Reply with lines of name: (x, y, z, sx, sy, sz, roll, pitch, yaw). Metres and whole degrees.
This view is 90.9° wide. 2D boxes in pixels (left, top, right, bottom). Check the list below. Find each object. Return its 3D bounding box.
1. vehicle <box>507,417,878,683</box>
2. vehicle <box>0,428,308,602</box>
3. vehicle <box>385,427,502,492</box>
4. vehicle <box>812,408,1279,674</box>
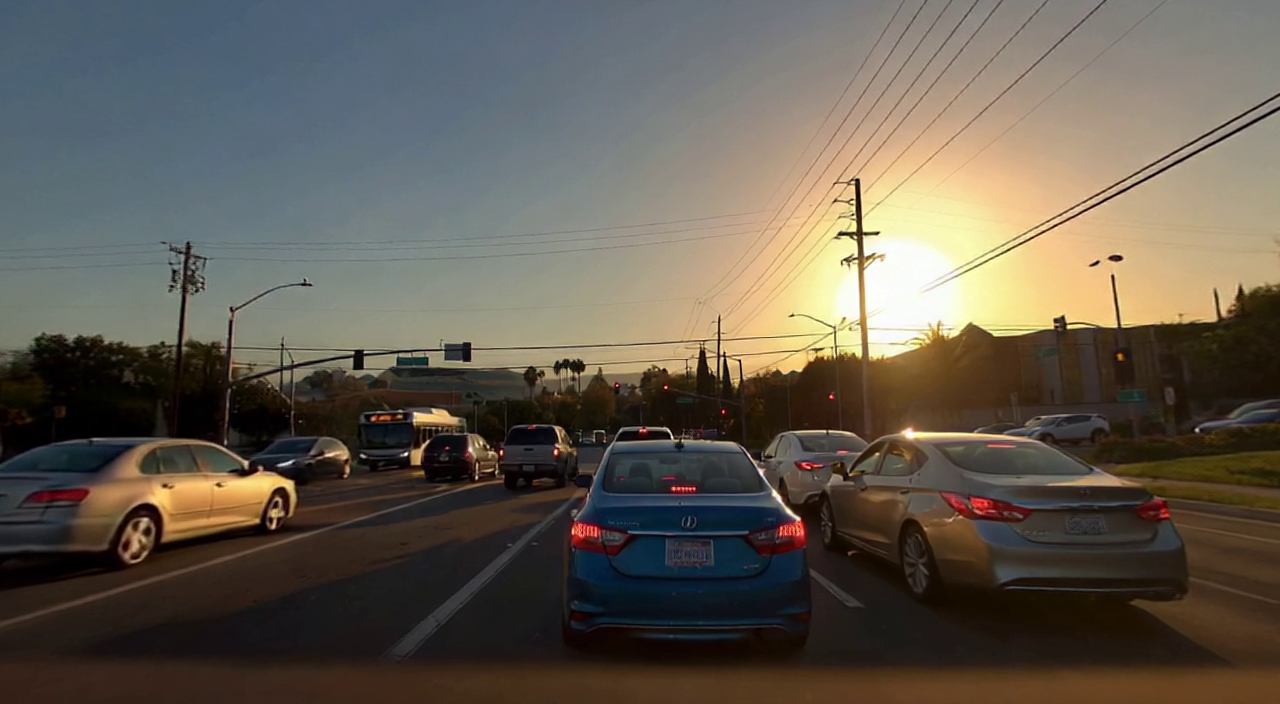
vehicle: (0.277, 1.415, 5.642, 2.109, 1.483, 3.964, 0, -8, -1)
vehicle: (-6.414, 1.758, 7.853, 1.955, 1.497, 4.639, -1, -8, 1)
vehicle: (-6.263, 3.490, 20.895, 2.070, 1.824, 5.196, -1, -8, 2)
vehicle: (3.121, 1.397, 5.797, 1.870, 1.523, 4.096, 0, -8, -1)
